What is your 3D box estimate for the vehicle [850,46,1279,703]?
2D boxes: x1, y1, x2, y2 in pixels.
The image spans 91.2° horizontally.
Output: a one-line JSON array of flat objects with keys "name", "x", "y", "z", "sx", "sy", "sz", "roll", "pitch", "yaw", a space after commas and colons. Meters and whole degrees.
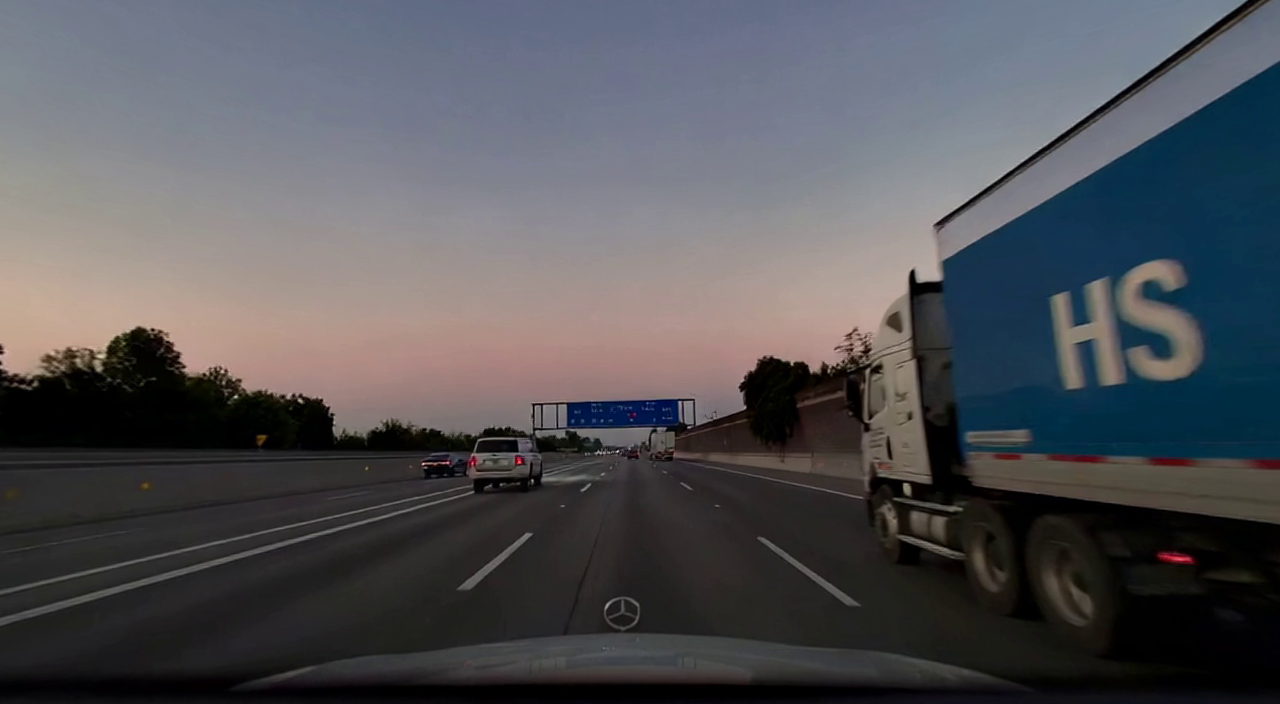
[{"name": "vehicle", "x": 3.966, "y": 0.349, "z": 3.483, "sx": 2.731, "sy": 2.879, "sz": 7.845, "roll": 0, "pitch": -9, "yaw": -1}]

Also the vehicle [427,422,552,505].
[{"name": "vehicle", "x": -3.796, "y": 2.931, "z": 16.803, "sx": 2.173, "sy": 1.857, "sz": 4.800, "roll": 0, "pitch": -9, "yaw": 0}]
